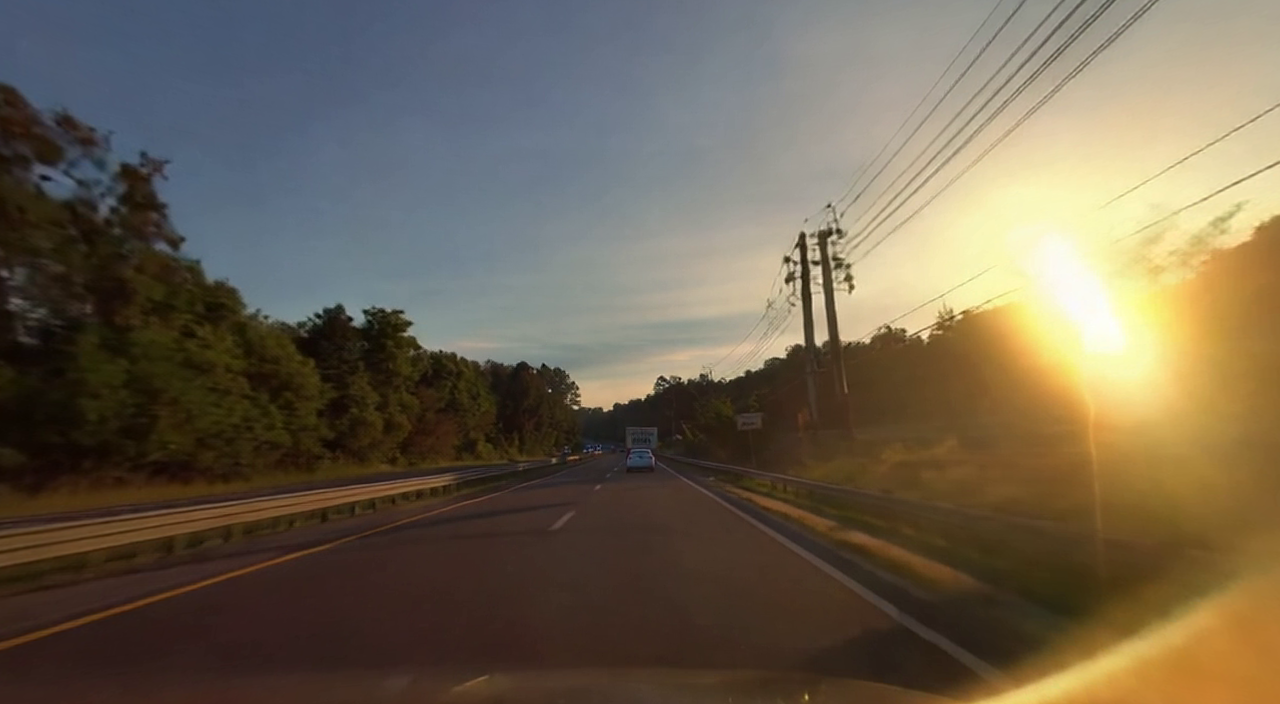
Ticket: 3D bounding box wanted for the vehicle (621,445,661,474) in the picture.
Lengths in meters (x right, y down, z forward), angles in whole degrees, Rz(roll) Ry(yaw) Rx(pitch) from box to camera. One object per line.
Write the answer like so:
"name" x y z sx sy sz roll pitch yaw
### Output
"vehicle" 0.026 5.893 34.669 2.080 1.486 3.813 0 -9 -1
